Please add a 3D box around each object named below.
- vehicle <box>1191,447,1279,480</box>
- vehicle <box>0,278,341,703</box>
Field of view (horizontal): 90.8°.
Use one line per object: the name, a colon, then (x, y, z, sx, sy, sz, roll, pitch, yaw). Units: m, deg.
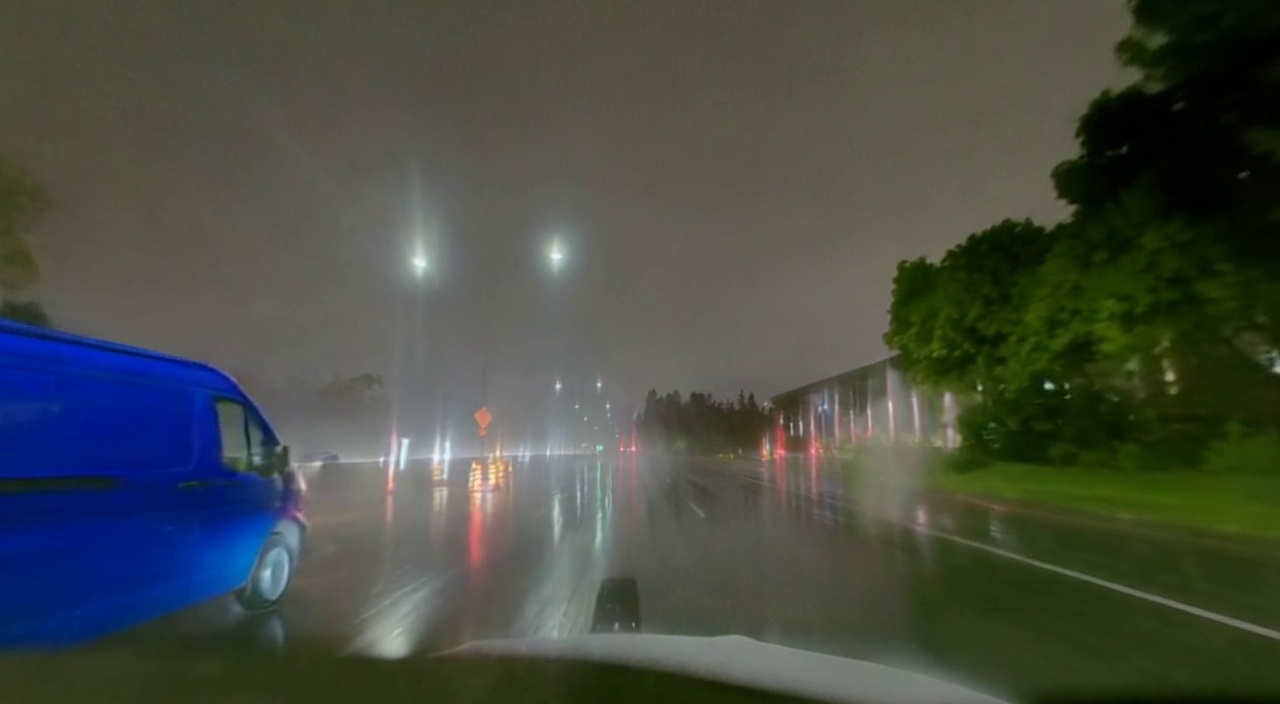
vehicle: (29.901, 5.449, 31.007, 3.810, 1.500, 1.922, 0, -8, 0)
vehicle: (-3.669, 0.804, 3.279, 2.046, 1.982, 4.465, 0, -9, -1)
